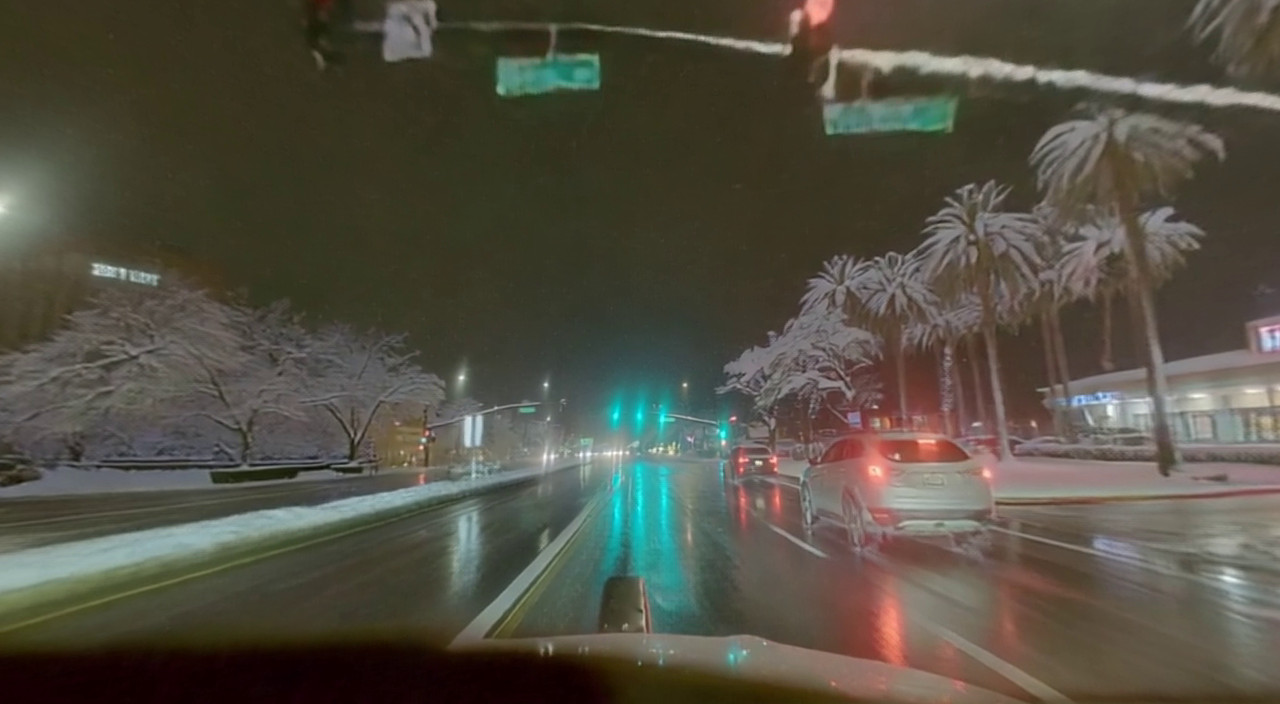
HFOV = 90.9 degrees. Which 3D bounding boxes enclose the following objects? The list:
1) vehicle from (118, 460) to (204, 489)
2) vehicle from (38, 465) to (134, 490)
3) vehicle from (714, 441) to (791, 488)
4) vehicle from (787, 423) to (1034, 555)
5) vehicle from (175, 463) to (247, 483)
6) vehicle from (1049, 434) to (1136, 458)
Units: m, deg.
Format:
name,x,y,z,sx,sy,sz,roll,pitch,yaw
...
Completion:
name,x,y,z,sx,sy,sz,roll,pitch,yaw
vehicle,-33.514,8.559,44.216,4.422,1.599,2.087,-4,-8,1
vehicle,-36.365,8.240,41.445,4.500,1.448,1.901,-1,-8,1
vehicle,3.877,3.964,22.579,1.870,1.467,4.800,0,-9,0
vehicle,3.683,1.938,9.571,1.931,1.534,4.126,-1,-9,1
vehicle,-32.745,9.224,48.148,4.252,1.419,1.997,-2,-9,11
vehicle,29.177,6.072,40.786,1.759,1.440,4.112,3,-9,-24
